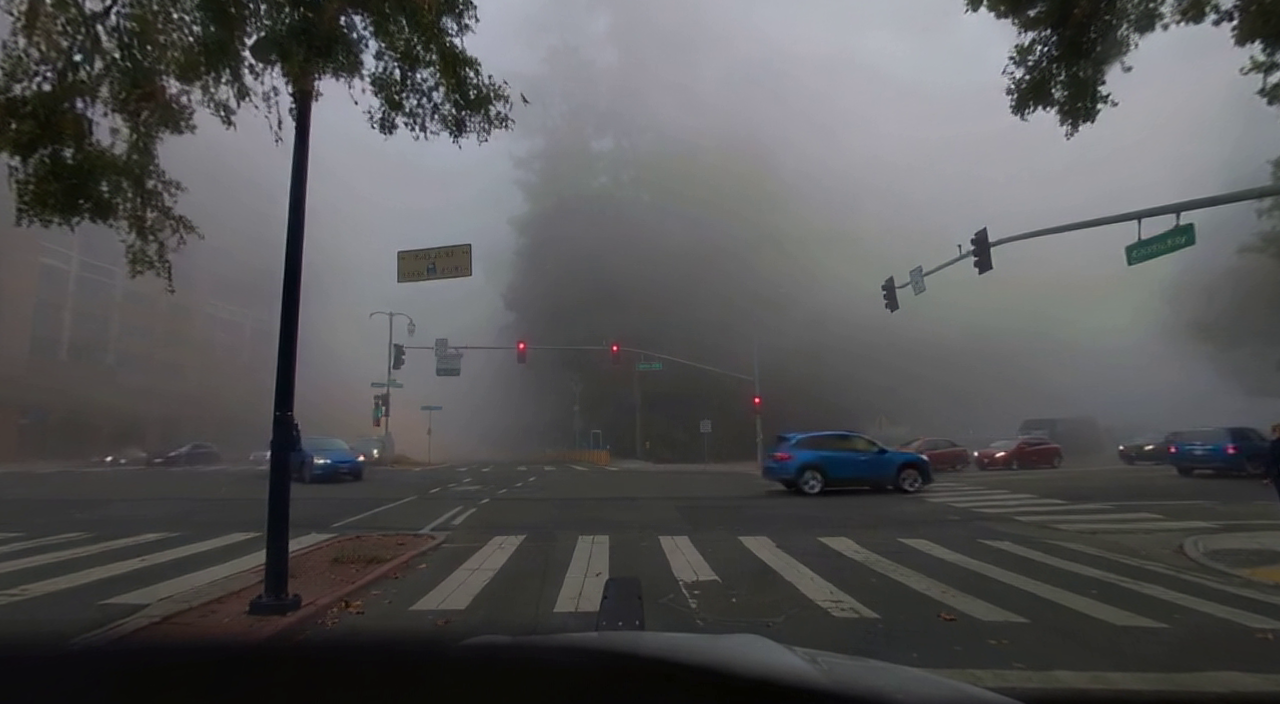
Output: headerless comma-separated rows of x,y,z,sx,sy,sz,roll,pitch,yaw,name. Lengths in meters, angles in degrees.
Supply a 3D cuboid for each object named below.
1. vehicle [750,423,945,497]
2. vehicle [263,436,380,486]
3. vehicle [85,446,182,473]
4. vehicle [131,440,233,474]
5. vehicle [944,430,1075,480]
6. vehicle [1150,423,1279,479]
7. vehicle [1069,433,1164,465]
5.444,2.886,17.077,4.509,1.821,2.066,0,-8,-2,vehicle
-10.959,3.672,21.609,4.312,1.540,2.007,-7,-11,41,vehicle
-31.011,6.558,38.921,1.892,1.525,5.171,0,-8,-3,vehicle
-23.882,5.457,33.180,1.951,1.609,4.693,0,-8,-2,vehicle
14.457,3.982,24.695,4.742,1.762,2.180,4,-10,-29,vehicle
21.361,3.629,23.367,6.196,1.777,2.457,7,-11,-38,vehicle
27.655,5.680,36.939,2.156,1.719,4.780,-1,-8,6,vehicle
